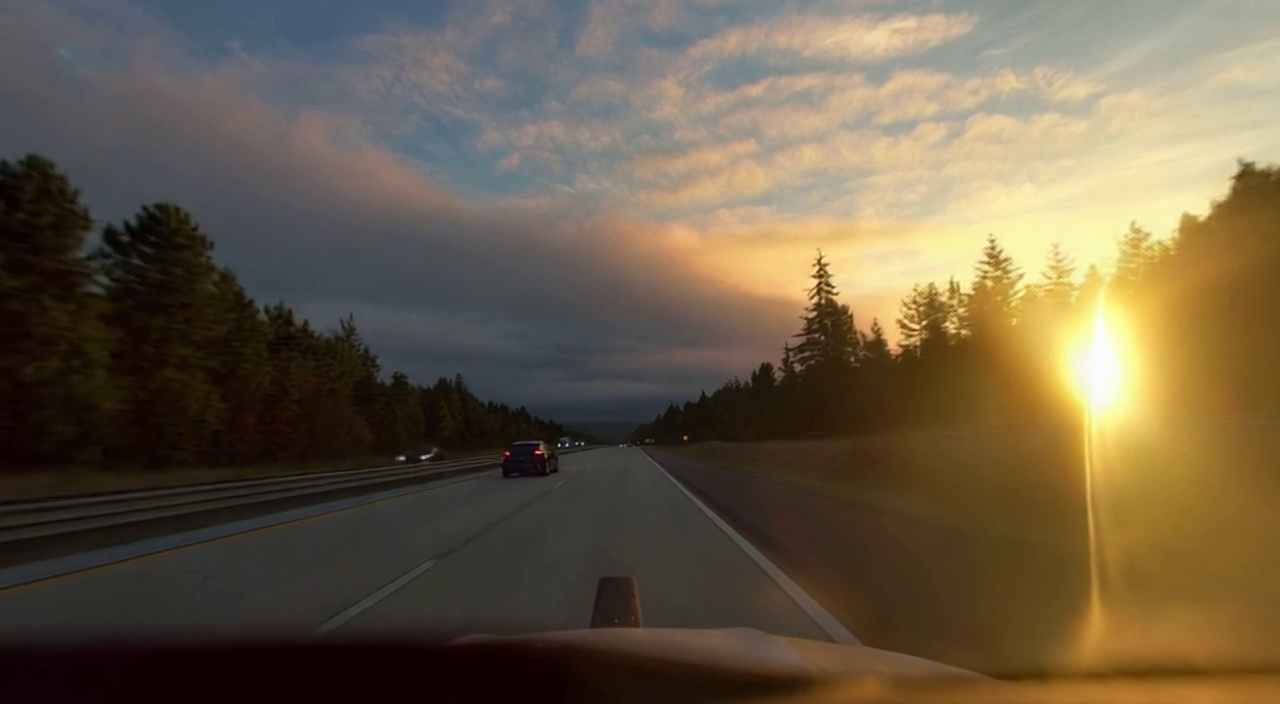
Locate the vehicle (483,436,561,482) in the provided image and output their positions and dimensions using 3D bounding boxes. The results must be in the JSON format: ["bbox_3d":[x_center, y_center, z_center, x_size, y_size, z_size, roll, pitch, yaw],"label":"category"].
[{"bbox_3d":[-4.454,4.098,24.575,2.202,1.587,4.754,0,-8,-1],"label":"vehicle"}]

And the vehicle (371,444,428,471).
[{"bbox_3d":[-13.814,6.041,36.342,1.717,1.456,4.170,0,-8,-1],"label":"vehicle"}]
